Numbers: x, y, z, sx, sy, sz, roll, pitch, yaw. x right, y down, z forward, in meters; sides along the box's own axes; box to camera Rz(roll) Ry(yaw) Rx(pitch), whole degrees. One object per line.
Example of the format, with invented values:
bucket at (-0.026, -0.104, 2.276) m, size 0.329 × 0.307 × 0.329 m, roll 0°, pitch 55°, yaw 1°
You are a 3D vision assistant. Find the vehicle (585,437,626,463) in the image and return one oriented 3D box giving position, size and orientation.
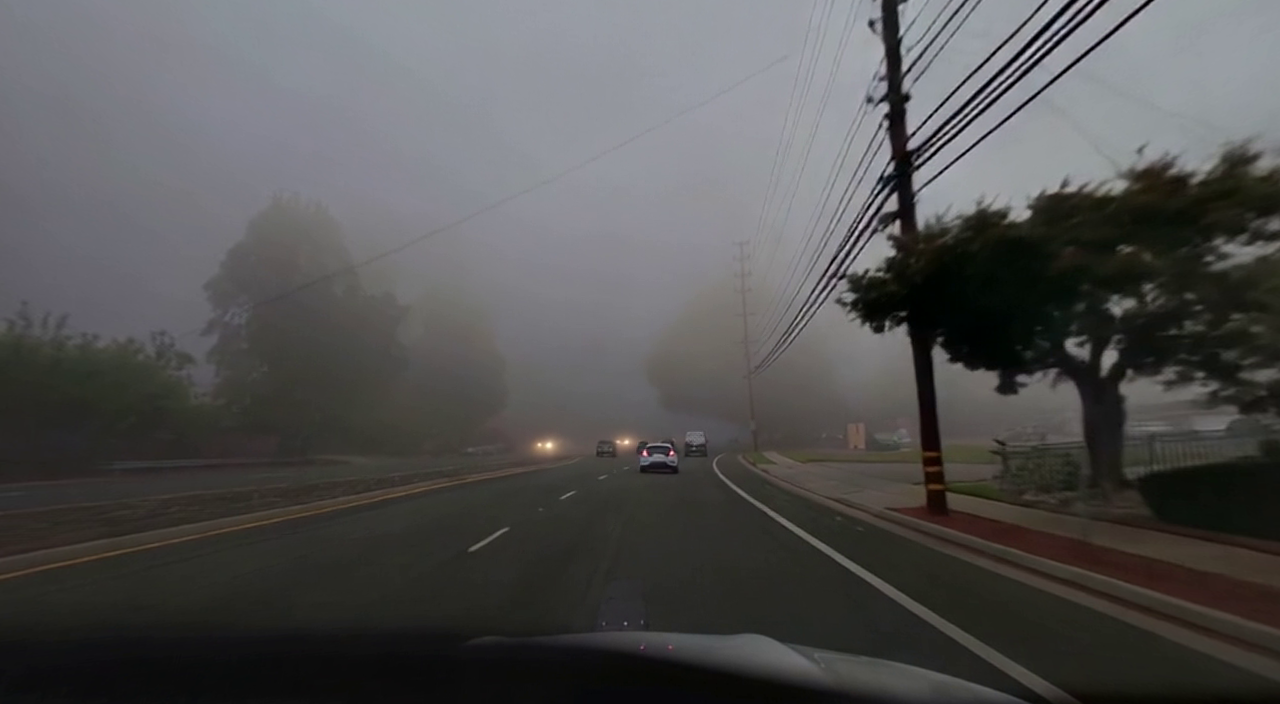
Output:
vehicle at (-2.019, 5.958, 38.421) m, size 1.983 × 1.485 × 4.159 m, roll -1°, pitch -8°, yaw 4°

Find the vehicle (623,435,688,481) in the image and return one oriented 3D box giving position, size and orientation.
vehicle at (0.635, 3.765, 22.576) m, size 2.117 × 1.474 × 4.036 m, roll -1°, pitch -8°, yaw 4°
